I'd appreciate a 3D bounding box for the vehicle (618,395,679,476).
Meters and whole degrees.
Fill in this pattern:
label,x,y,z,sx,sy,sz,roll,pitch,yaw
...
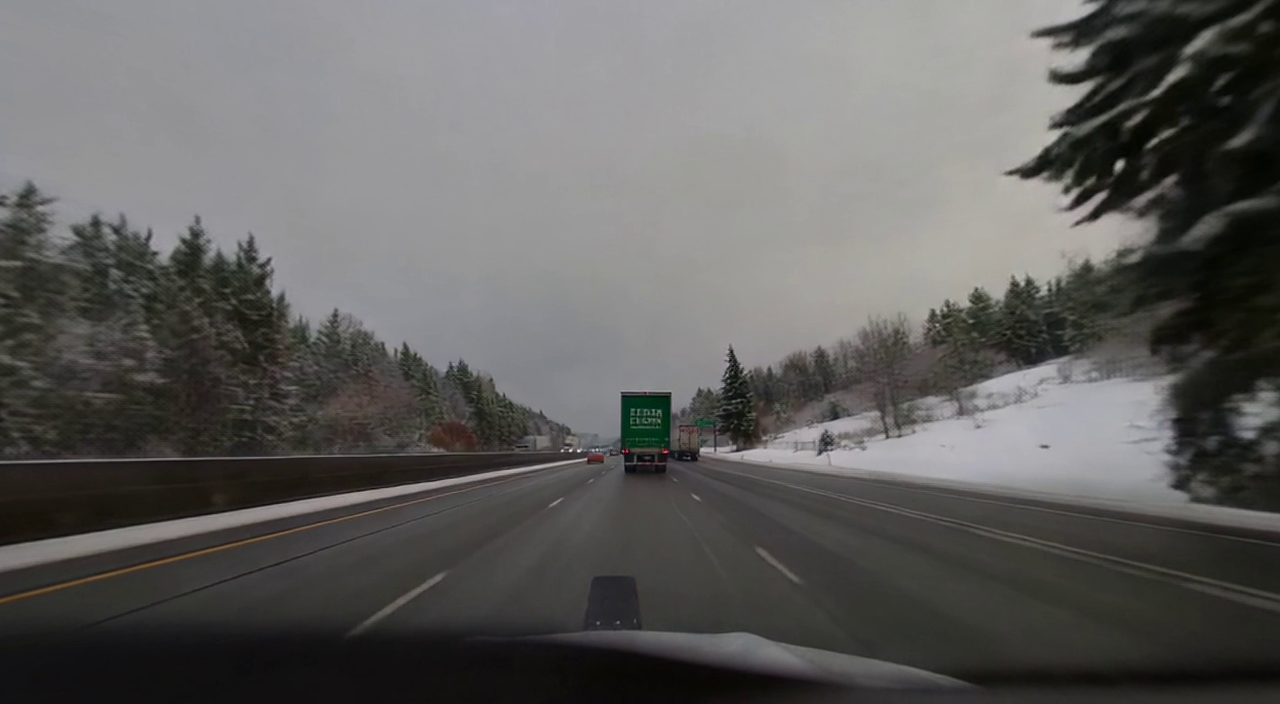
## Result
label,x,y,z,sx,sy,sz,roll,pitch,yaw
vehicle,0.400,5.037,37.255,3.057,4.073,10.792,0,-9,0

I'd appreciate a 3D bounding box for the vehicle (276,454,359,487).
label,x,y,z,sx,sy,sz,roll,pitch,yaw
vehicle,-16.136,5.915,31.604,1.914,1.506,4.103,0,-9,1

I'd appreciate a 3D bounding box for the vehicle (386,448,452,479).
label,x,y,z,sx,sy,sz,roll,pitch,yaw
vehicle,-12.390,6.259,35.415,2.171,1.661,3.953,0,-9,1
